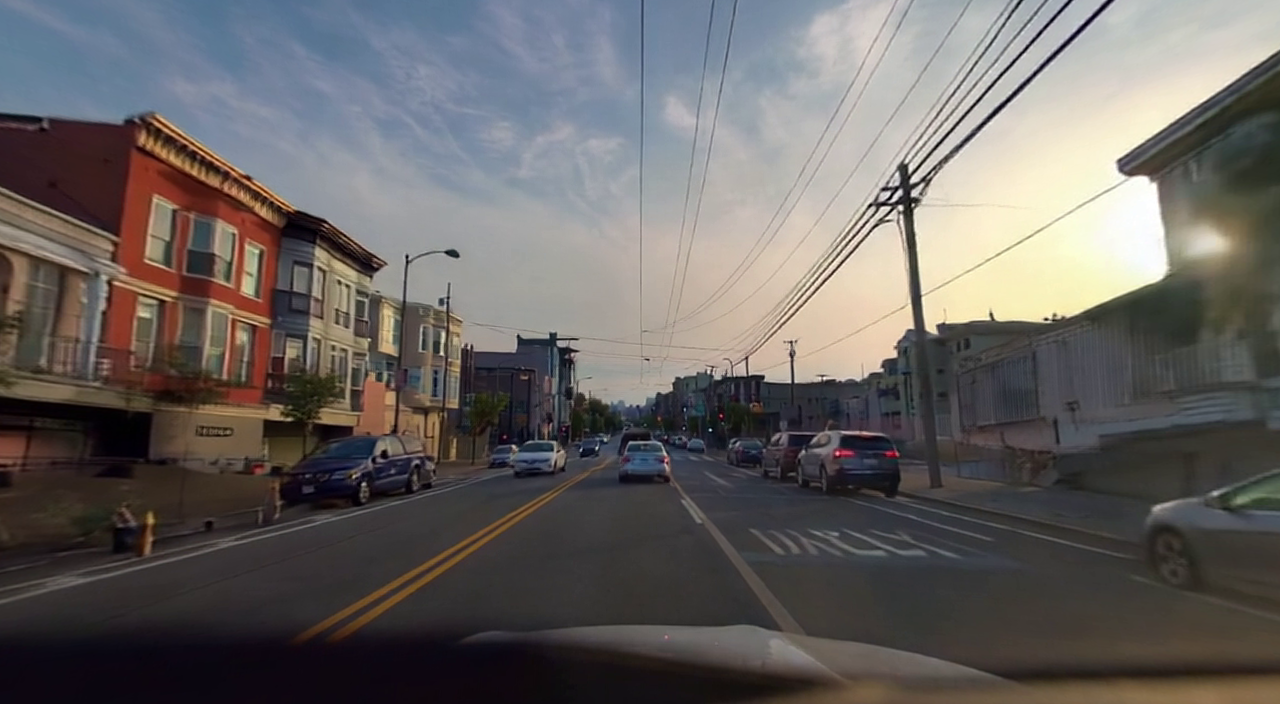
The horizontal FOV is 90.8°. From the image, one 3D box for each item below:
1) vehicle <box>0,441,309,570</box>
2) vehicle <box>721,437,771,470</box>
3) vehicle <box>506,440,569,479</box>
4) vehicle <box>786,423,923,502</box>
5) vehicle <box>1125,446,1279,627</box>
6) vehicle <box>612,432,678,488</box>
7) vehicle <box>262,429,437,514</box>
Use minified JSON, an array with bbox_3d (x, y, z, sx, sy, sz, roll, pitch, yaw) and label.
[{"bbox_3d":[-7.293,2.198,9.972,1.928,1.552,4.234,0,-8,-2],"label":"vehicle"},{"bbox_3d":[6.574,6.342,39.701,2.197,1.917,5.637,0,-9,0],"label":"vehicle"},{"bbox_3d":[-4.252,4.535,26.988,1.944,1.515,4.428,0,-9,0],"label":"vehicle"},{"bbox_3d":[6.347,3.369,19.683,2.203,2.052,5.975,0,-9,0],"label":"vehicle"},{"bbox_3d":[6.520,1.551,5.100,1.842,1.561,4.084,1,-9,-2],"label":"vehicle"},{"bbox_3d":[0.200,3.530,20.915,1.980,1.635,3.795,0,-9,1],"label":"vehicle"},{"bbox_3d":[-7.336,3.023,16.765,2.095,1.847,5.290,0,-8,0],"label":"vehicle"}]
